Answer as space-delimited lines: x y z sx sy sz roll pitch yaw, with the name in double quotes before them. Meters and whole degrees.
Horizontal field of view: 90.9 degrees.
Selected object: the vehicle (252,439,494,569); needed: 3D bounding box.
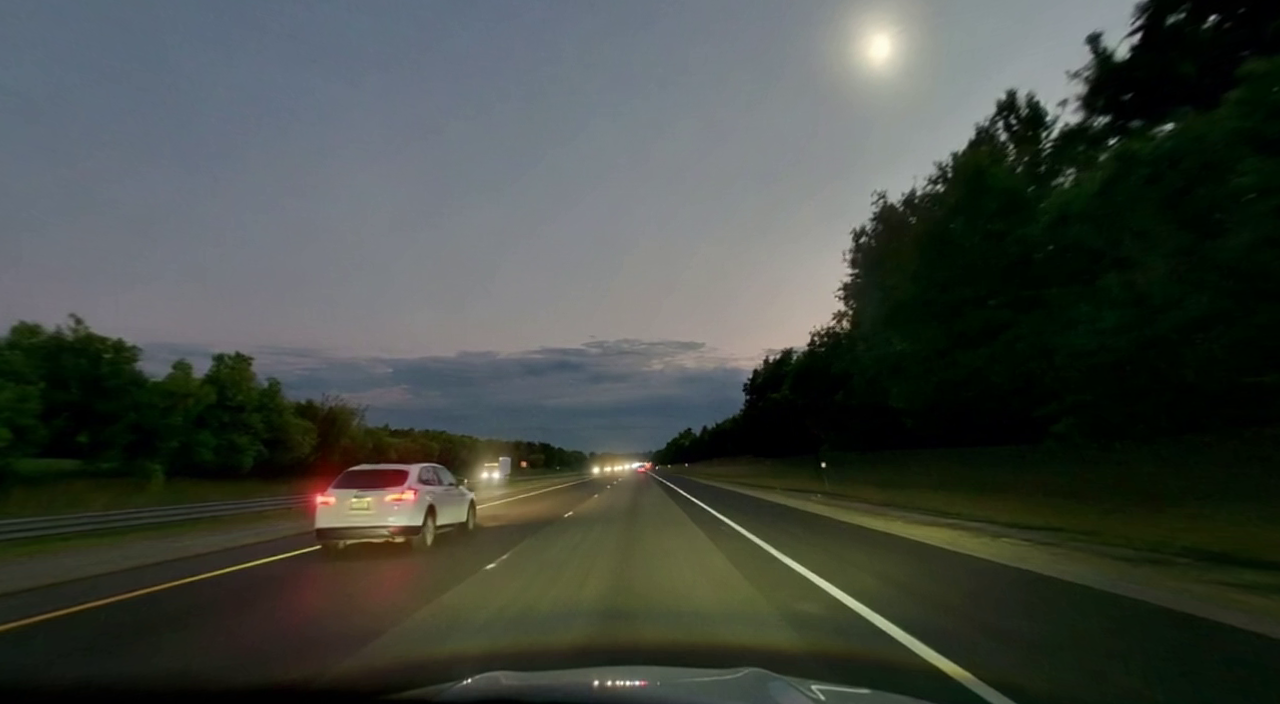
"vehicle" -3.799 2.265 9.934 1.900 1.550 4.146 1 -10 1
